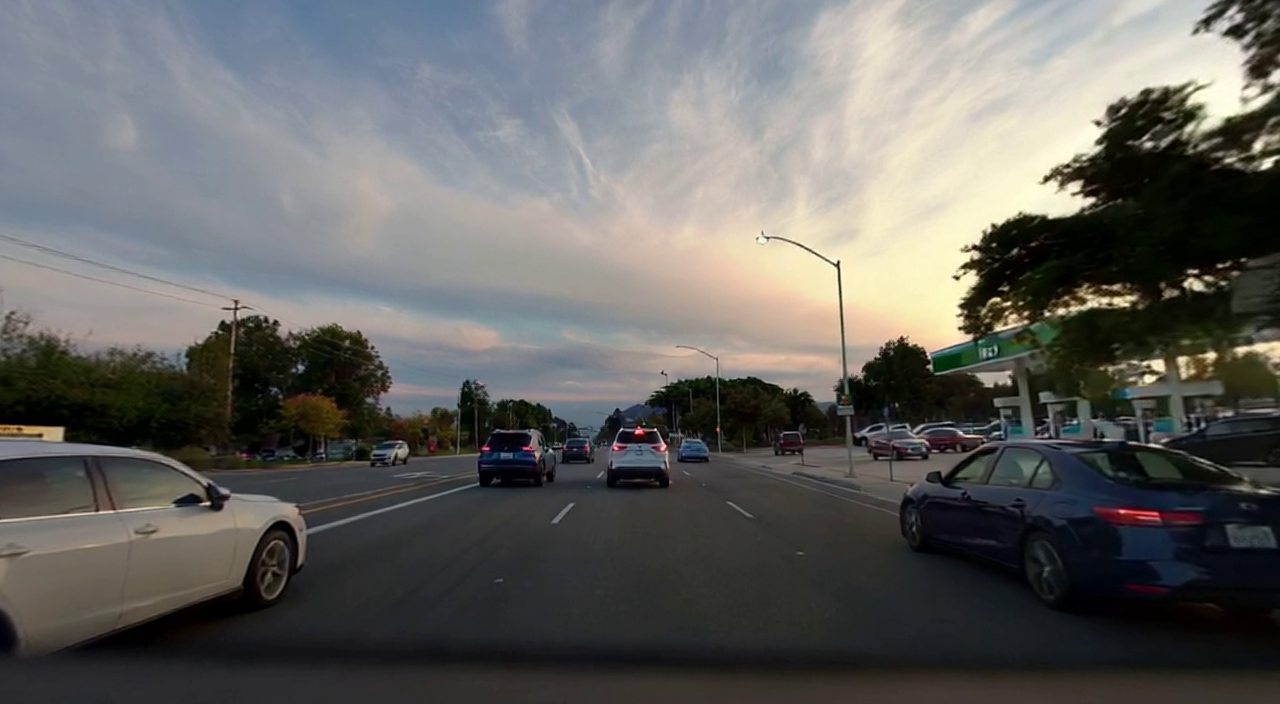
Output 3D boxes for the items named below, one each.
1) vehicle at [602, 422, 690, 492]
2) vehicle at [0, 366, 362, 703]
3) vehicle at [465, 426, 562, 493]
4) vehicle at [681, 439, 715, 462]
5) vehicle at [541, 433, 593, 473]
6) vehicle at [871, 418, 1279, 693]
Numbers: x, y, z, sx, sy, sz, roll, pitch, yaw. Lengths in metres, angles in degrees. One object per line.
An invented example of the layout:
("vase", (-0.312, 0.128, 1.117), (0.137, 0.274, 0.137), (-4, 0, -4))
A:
("vehicle", (0.139, 3.069, 18.707), (2.279, 1.803, 4.254), (0, -8, 0))
("vehicle", (-3.482, 1.028, 3.701), (1.864, 1.574, 4.031), (0, -8, 0))
("vehicle", (-3.512, 3.074, 18.378), (1.932, 1.695, 4.150), (0, -8, 0))
("vehicle", (3.985, 6.914, 44.278), (1.926, 1.522, 3.852), (0, -8, -2))
("vehicle", (-3.240, 4.575, 28.803), (1.871, 1.673, 3.920), (0, -8, 1))
("vehicle", (3.941, 1.429, 5.749), (1.888, 1.456, 4.589), (0, -8, -1))
